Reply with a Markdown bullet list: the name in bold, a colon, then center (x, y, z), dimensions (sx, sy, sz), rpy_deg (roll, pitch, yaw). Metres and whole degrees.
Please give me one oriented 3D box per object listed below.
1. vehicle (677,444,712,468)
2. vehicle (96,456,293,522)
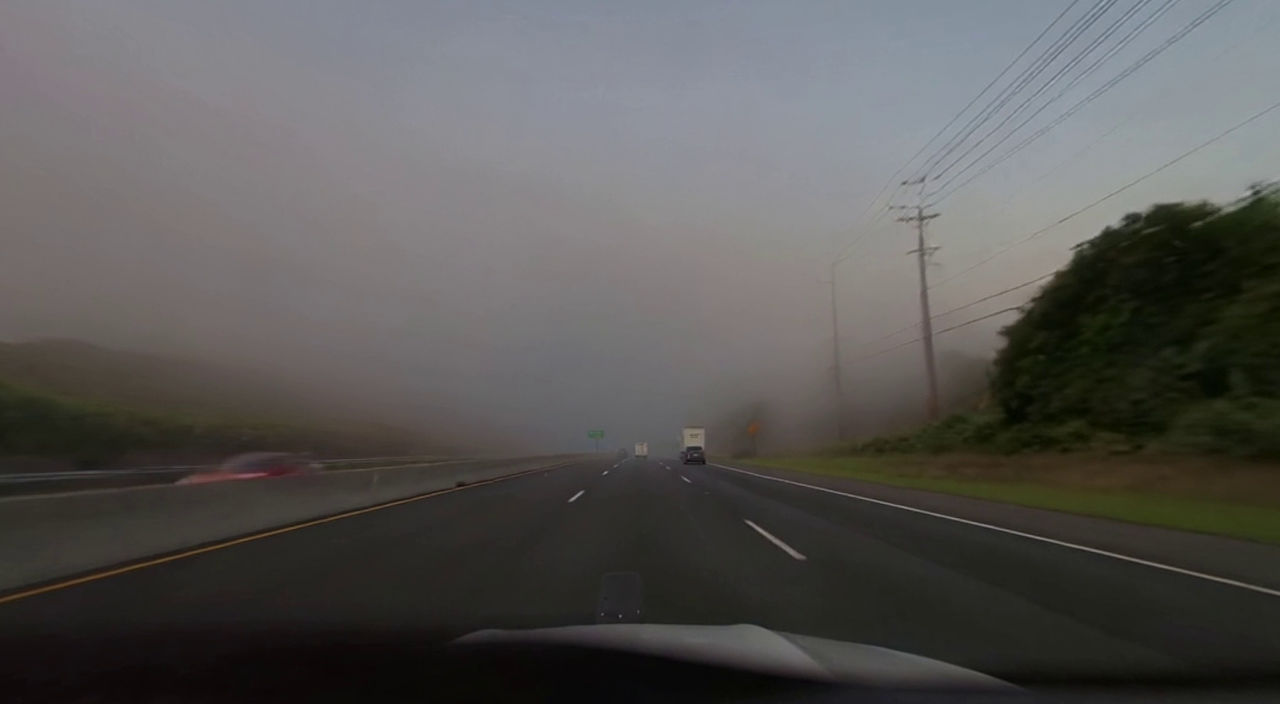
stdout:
- **vehicle**: center (3.820, 7.312, 44.224), dimensions (2.054, 1.565, 4.089), rpy_deg (0, -9, -1)
- **vehicle**: center (-11.593, 3.551, 16.813), dimensions (1.994, 1.464, 4.494), rpy_deg (0, -9, 0)
